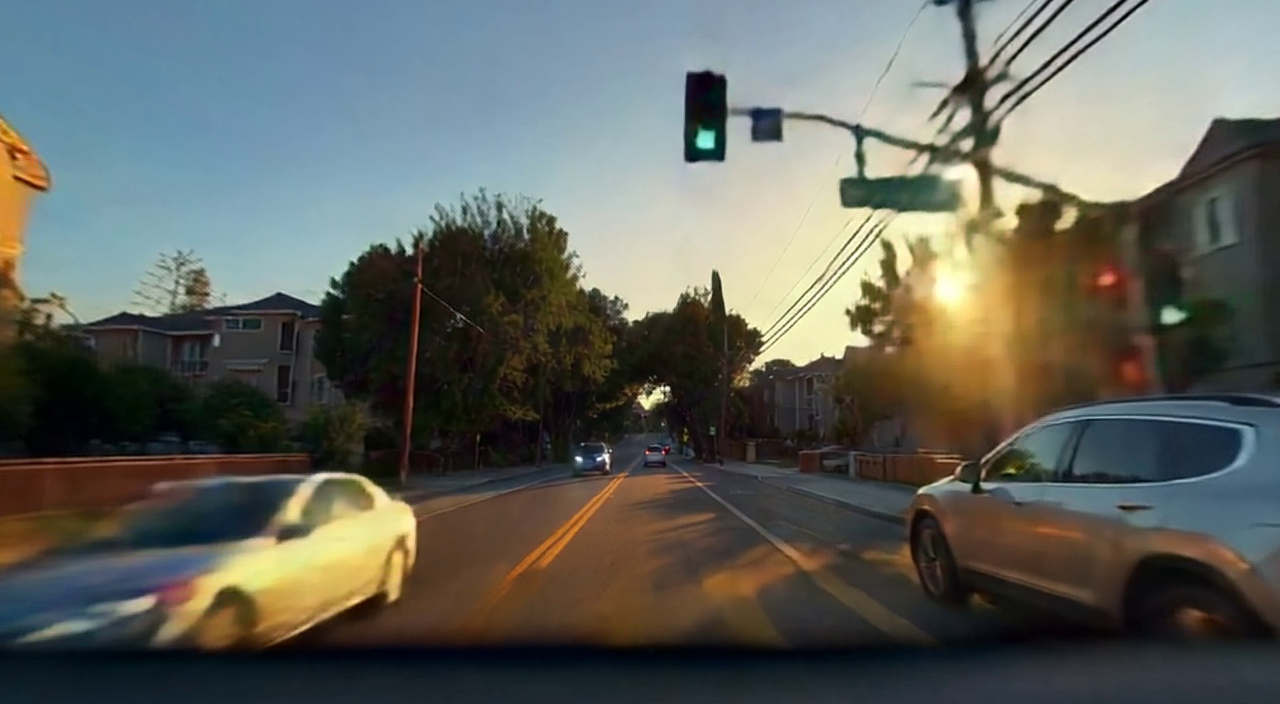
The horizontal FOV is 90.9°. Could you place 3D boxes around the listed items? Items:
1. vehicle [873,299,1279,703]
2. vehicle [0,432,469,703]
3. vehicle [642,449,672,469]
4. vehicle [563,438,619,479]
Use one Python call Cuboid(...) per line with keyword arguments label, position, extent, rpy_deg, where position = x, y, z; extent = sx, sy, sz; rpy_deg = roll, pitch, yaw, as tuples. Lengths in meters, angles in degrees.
Cuboid(label="vehicle", position=(3.335, 0.984, 3.726), extent=(2.130, 1.863, 4.844), rpy_deg=(0, -9, 1))
Cuboid(label="vehicle", position=(-3.091, 1.495, 5.386), extent=(2.170, 1.513, 4.270), rpy_deg=(0, -9, -2))
Cuboid(label="vehicle", position=(1.238, 8.032, 47.473), extent=(2.097, 1.463, 4.043), rpy_deg=(0, -9, 0))
Cuboid(label="vehicle", position=(-2.586, 5.836, 34.894), extent=(2.469, 2.023, 5.896), rpy_deg=(0, -9, 1))
